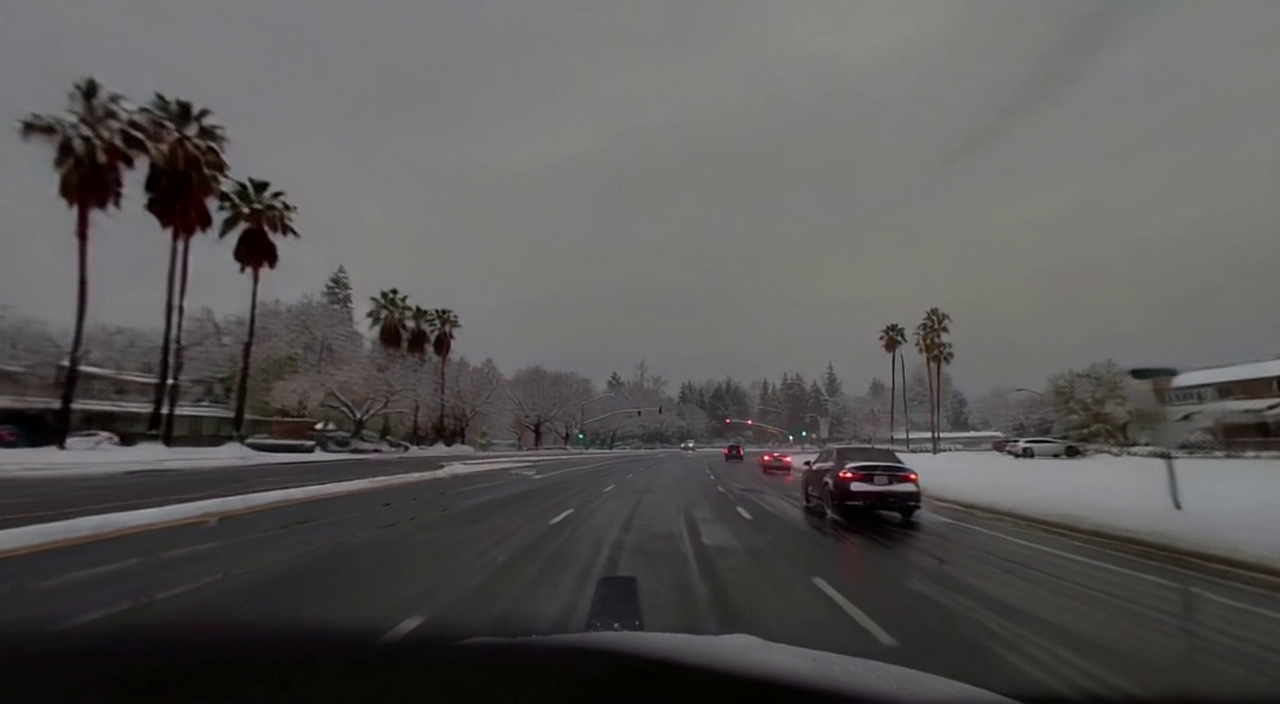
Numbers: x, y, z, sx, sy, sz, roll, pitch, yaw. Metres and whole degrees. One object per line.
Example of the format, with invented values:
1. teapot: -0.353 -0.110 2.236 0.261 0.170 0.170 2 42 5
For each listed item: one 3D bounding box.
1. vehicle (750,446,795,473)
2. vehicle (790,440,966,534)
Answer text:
1. vehicle: 7.751 6.281 37.327 2.144 1.473 4.638 -1 -9 6
2. vehicle: 4.246 2.436 12.017 1.993 1.483 3.821 -1 -8 3
